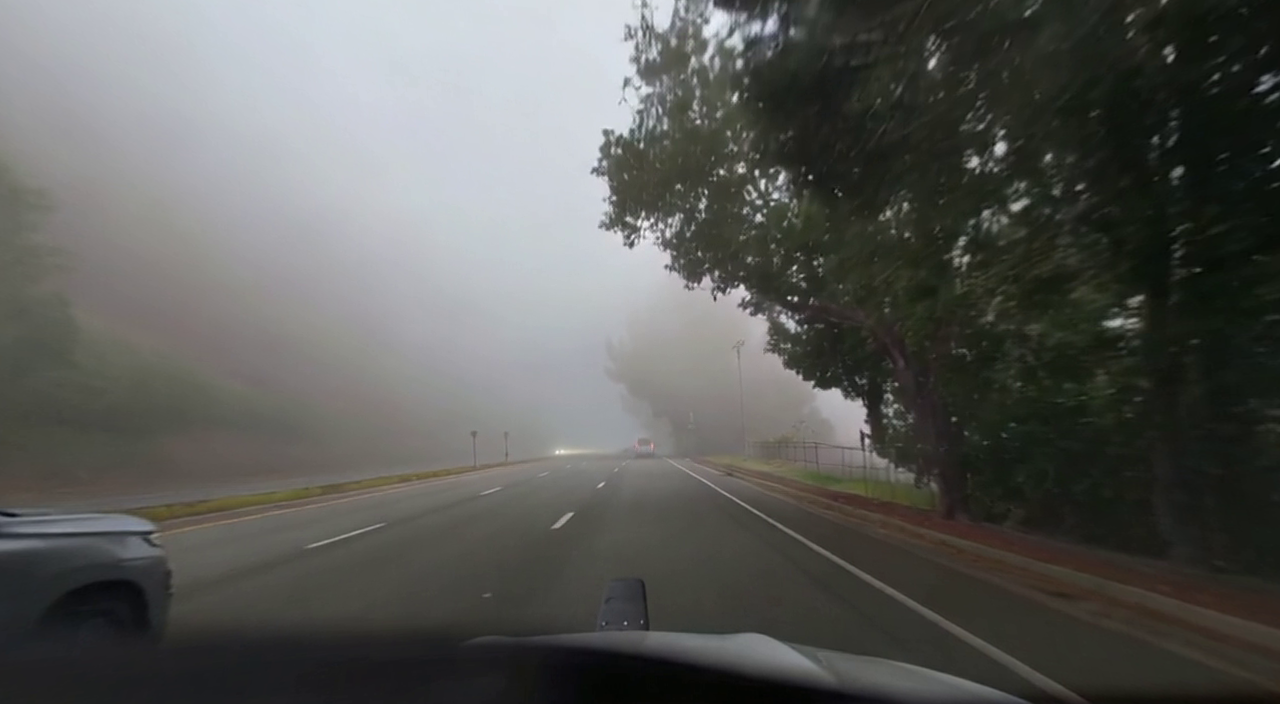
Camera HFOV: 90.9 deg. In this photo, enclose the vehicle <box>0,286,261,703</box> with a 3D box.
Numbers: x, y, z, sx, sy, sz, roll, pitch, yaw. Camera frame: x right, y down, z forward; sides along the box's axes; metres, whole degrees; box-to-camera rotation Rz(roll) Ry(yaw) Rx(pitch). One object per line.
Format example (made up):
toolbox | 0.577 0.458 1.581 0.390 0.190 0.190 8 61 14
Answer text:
vehicle | -3.246 0.572 1.127 2.160 1.855 4.695 0 -8 0
